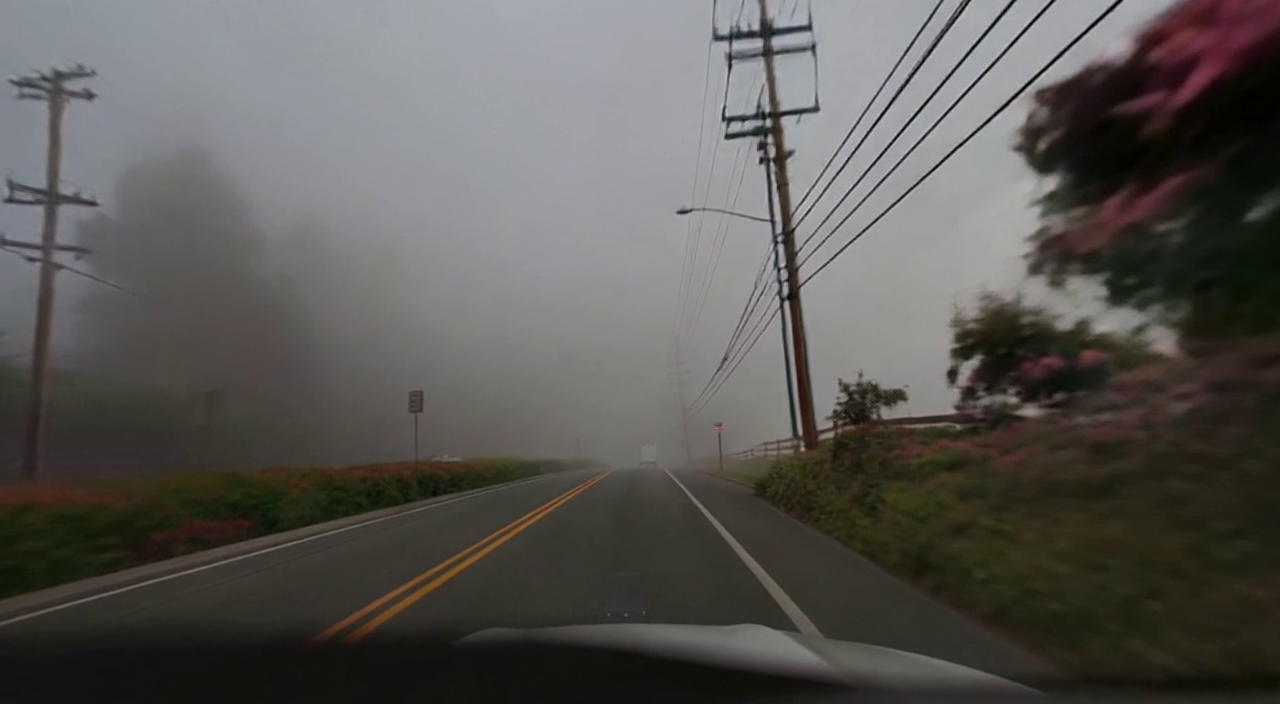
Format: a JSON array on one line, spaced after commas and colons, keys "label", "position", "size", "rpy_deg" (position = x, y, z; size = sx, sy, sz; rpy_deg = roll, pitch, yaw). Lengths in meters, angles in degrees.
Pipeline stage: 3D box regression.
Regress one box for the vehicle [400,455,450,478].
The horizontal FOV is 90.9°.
[{"label": "vehicle", "position": [-14.968, 7.999, 44.181], "size": [1.839, 1.447, 4.585], "rpy_deg": [-1, -8, 1]}]
